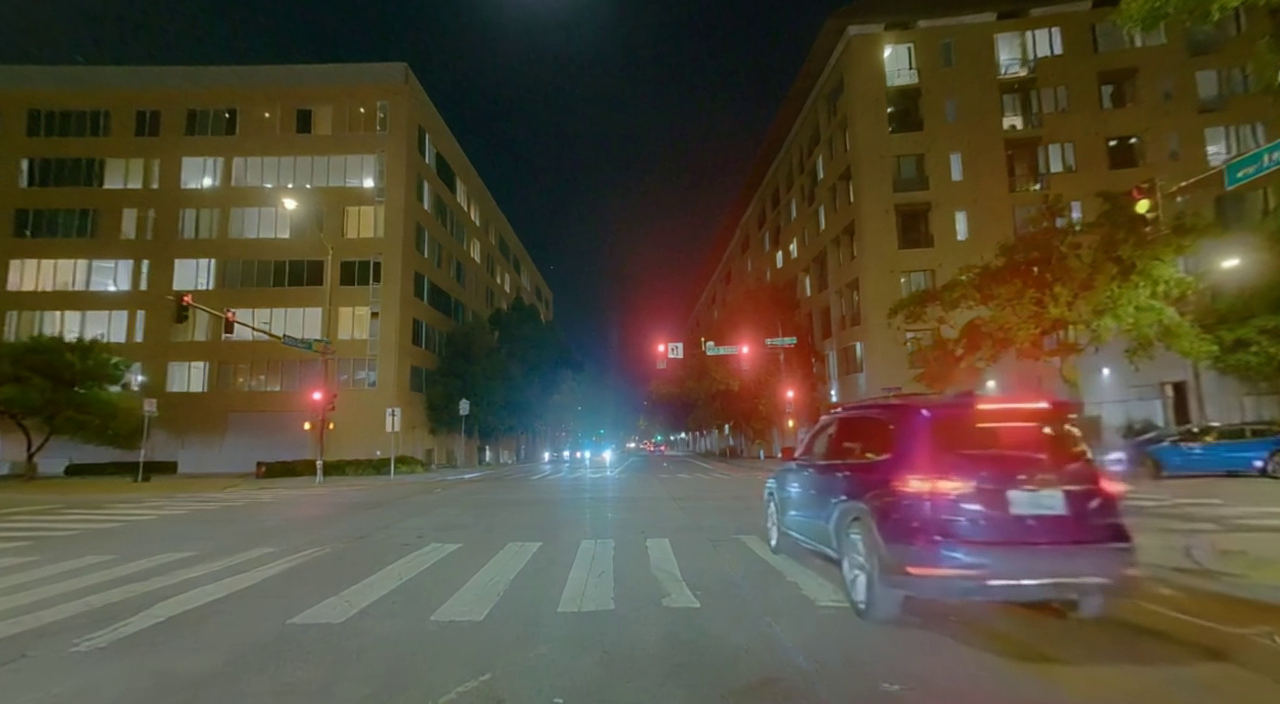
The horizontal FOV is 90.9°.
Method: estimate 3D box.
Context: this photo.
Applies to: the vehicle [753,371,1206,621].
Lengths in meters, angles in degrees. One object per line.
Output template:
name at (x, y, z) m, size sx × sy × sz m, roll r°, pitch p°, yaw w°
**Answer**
vehicle at (2.933, 1.401, 7.122) m, size 2.301 × 1.816 × 4.871 m, roll 0°, pitch -8°, yaw -1°
